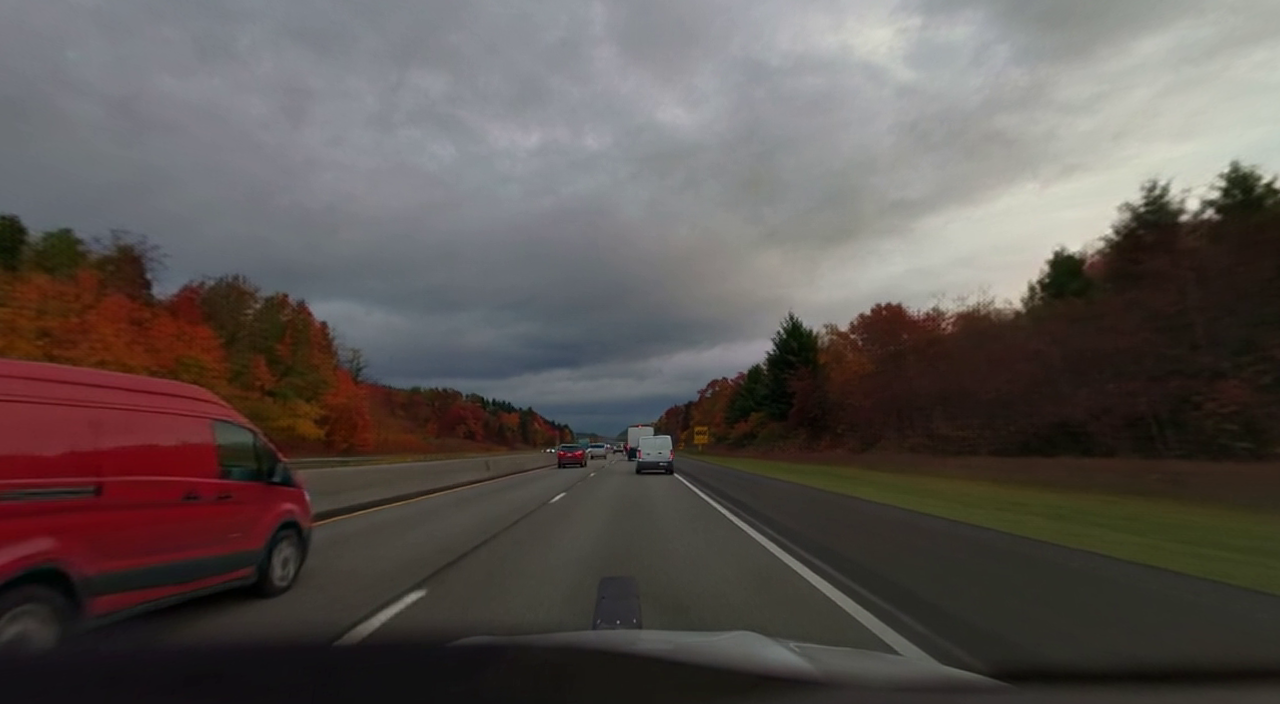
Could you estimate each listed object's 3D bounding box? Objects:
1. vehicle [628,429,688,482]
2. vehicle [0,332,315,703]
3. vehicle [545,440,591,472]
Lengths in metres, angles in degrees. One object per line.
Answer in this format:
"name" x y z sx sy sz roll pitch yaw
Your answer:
"vehicle" 0.635 4.192 25.606 2.179 1.930 4.538 0 -9 -2
"vehicle" -3.943 0.939 3.638 2.021 1.790 3.907 0 -9 -1
"vehicle" -3.947 5.816 35.192 2.088 1.688 4.365 0 -9 -1
